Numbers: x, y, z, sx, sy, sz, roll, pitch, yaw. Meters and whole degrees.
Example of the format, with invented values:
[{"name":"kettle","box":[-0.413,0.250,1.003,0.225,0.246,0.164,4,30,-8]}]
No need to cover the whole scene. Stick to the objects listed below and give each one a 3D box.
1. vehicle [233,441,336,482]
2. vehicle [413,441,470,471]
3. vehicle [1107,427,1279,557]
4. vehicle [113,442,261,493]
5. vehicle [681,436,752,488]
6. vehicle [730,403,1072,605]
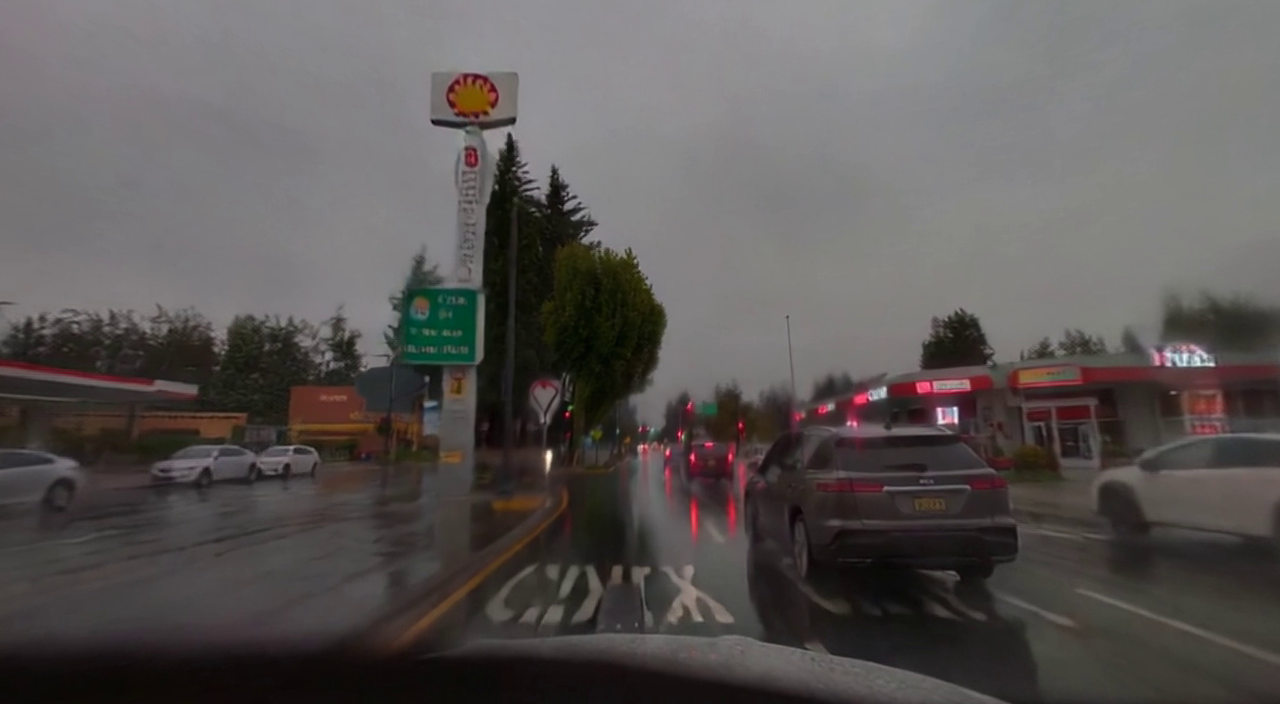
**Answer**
[{"name":"vehicle","box":[-17.825,5.487,31.927,2.263,1.887,5.170,0,-8,-1]},{"name":"vehicle","box":[-13.437,7.034,42.908,2.097,1.912,4.828,0,-8,2]},{"name":"vehicle","box":[9.831,2.034,9.324,2.065,1.767,4.844,0,-8,0]},{"name":"vehicle","box":[-17.964,4.559,25.374,2.129,1.843,5.067,0,-8,1]},{"name":"vehicle","box":[2.665,3.948,22.948,1.999,1.679,4.217,0,-8,-1]},{"name":"vehicle","box":[2.587,1.661,7.888,2.183,1.720,4.842,0,-8,0]}]
